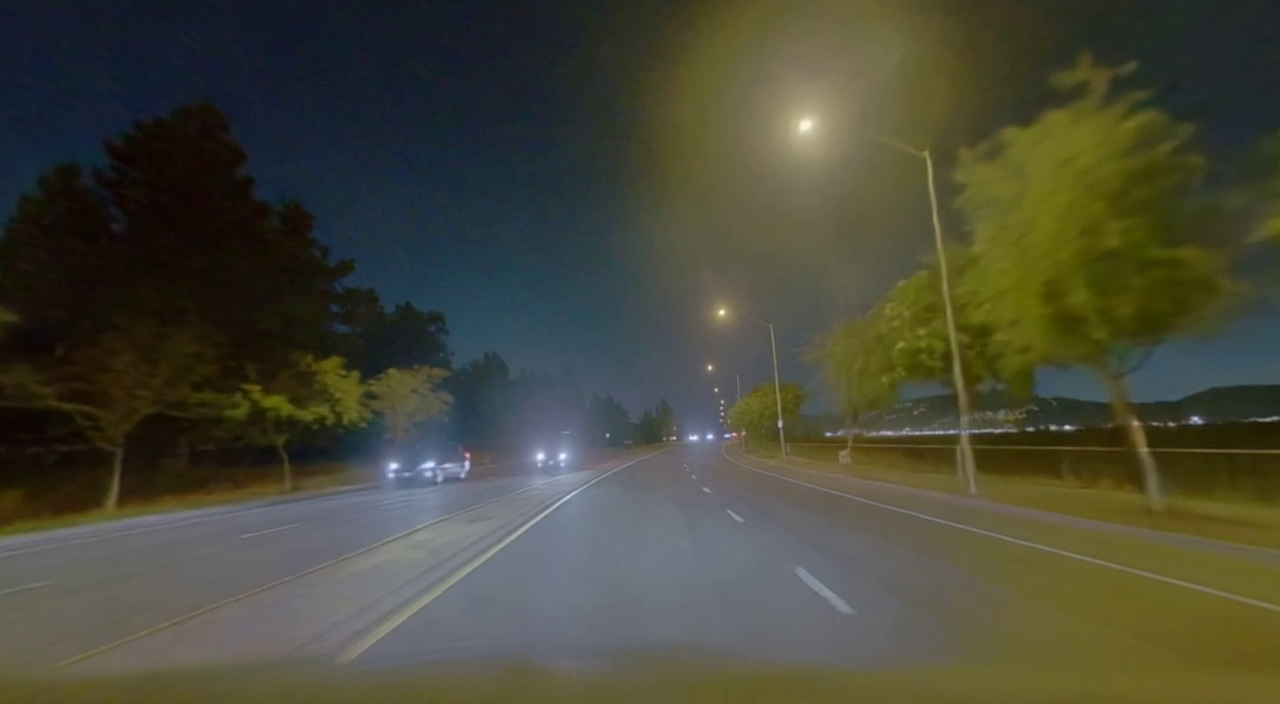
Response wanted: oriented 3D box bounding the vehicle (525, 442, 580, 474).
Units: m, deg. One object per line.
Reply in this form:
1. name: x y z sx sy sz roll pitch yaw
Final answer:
1. vehicle: -4.263 5.251 31.522 1.989 1.461 4.081 -1 -8 3

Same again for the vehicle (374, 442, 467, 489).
1. vehicle: -8.428 4.370 24.722 1.982 1.671 4.431 0 -8 1
